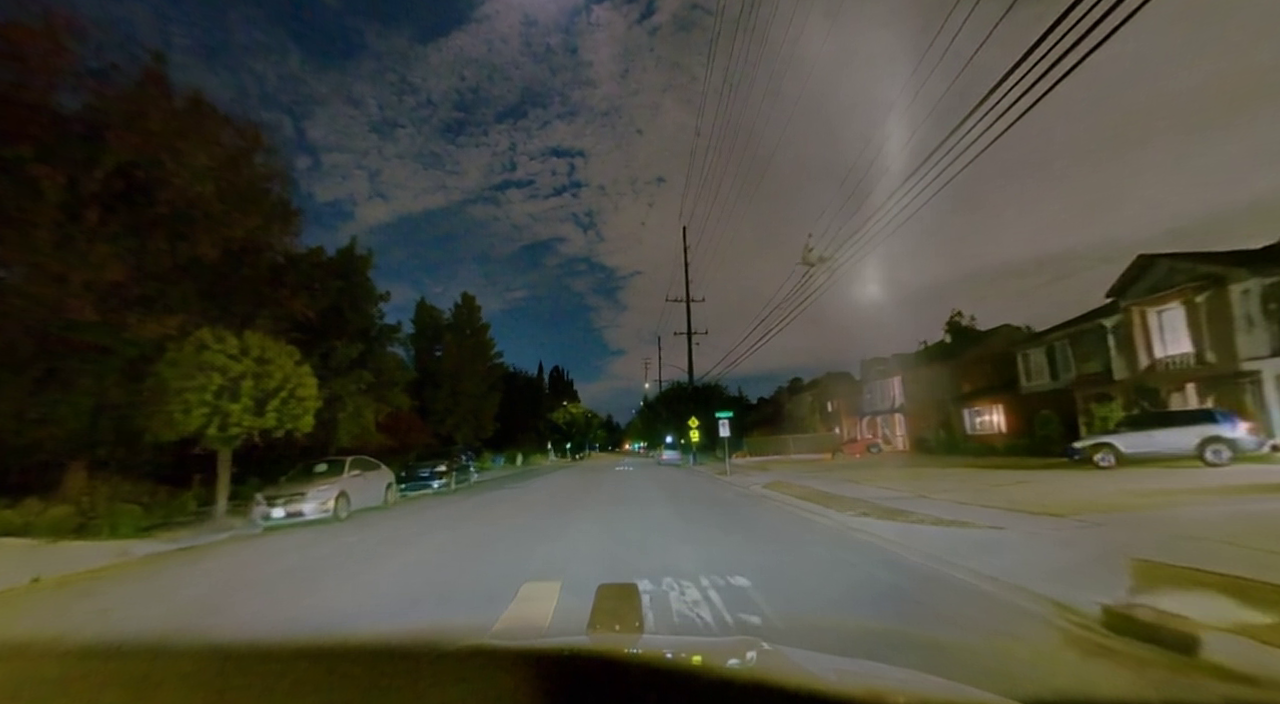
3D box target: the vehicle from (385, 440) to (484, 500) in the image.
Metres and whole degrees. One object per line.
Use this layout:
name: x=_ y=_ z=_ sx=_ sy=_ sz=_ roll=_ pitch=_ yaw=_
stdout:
vehicle: x=-7.290 y=4.218 z=22.917 sx=2.135 sy=1.787 sz=4.452 roll=-4 pitch=-9 yaw=0

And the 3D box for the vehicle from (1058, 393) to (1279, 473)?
vehicle: x=13.524 y=2.035 z=15.872 sx=4.836 sy=1.789 sz=2.229 roll=-4 pitch=-9 yaw=31

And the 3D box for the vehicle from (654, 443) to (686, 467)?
vehicle: x=2.158 y=7.654 z=47.098 sx=1.971 sy=1.710 sz=4.210 roll=0 pitch=-9 yaw=-3

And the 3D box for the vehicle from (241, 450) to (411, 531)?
vehicle: x=-7.135 y=3.145 z=14.917 sx=2.041 sy=1.587 sz=3.920 roll=-2 pitch=-9 yaw=-1
